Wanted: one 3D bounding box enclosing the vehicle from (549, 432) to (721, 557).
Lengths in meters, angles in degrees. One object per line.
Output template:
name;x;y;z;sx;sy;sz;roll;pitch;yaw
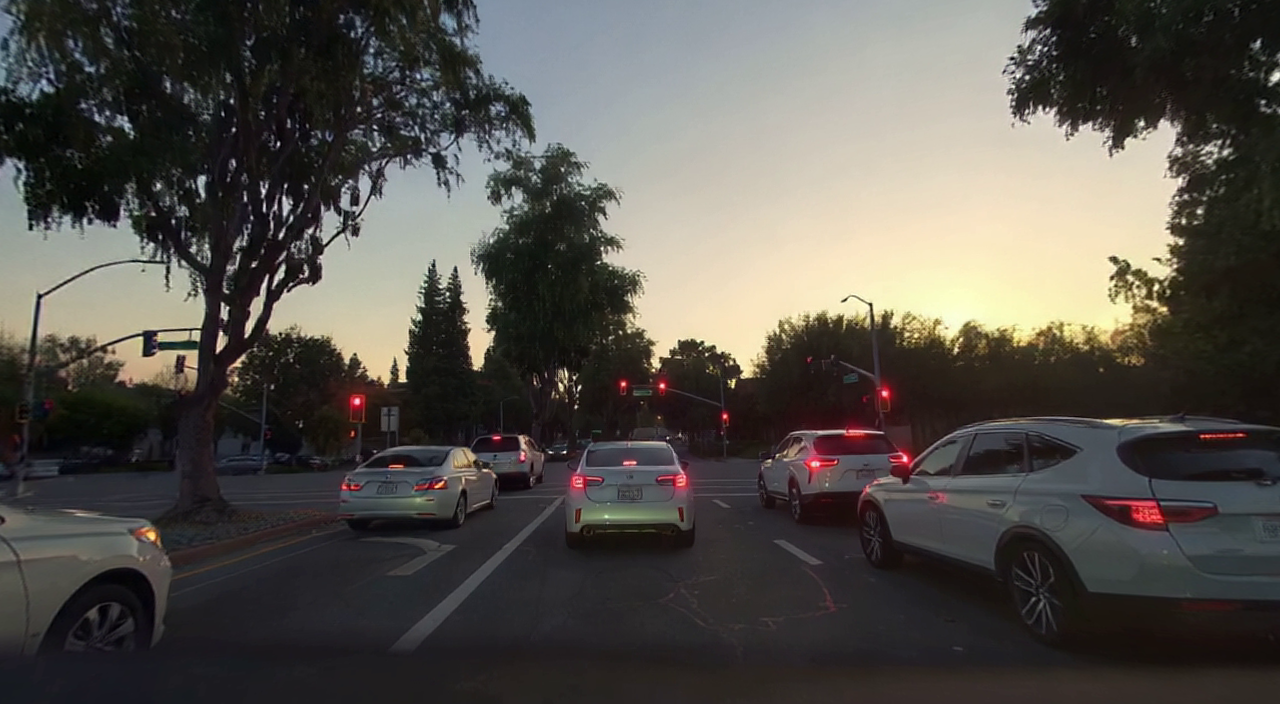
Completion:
vehicle;-0.069;2.004;9.601;2.061;1.470;3.970;0;-8;0

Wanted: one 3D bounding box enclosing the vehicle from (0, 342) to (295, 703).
vehicle;-3.658;0.842;2.537;2.047;1.764;4.369;0;-8;0

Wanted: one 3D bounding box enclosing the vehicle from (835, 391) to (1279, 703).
vehicle;3.392;1.310;5.427;1.933;1.564;4.600;0;-8;0

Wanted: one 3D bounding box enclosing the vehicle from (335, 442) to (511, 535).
vehicle;-3.926;2.508;12.331;1.919;1.459;4.371;0;-8;-1

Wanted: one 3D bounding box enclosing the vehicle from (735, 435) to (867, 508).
vehicle;3.651;2.782;15.240;1.922;1.472;4.440;0;-8;-1
